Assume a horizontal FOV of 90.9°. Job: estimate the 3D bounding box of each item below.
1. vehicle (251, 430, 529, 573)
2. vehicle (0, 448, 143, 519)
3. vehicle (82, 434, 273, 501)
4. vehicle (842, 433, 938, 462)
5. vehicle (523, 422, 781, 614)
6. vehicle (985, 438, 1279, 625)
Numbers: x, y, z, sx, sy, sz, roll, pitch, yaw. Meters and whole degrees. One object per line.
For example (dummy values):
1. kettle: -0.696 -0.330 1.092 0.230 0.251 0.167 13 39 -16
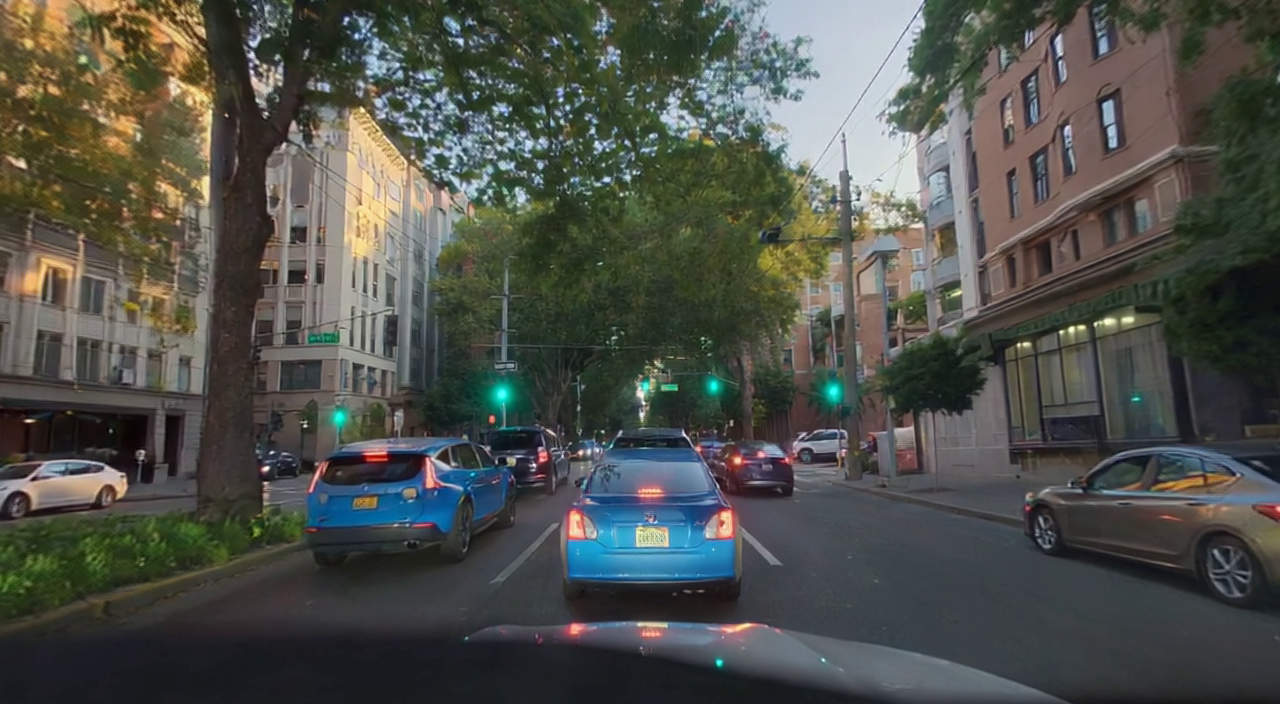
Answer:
1. vehicle: -2.999 1.892 8.745 2.131 1.486 4.089 0 -9 1
2. vehicle: -16.231 3.444 16.996 1.914 1.690 4.461 0 -9 1
3. vehicle: -16.155 4.057 22.652 2.195 2.053 5.980 0 -9 1
4. vehicle: 16.383 6.270 41.492 5.345 1.811 2.175 0 -9 -1
5. vehicle: 0.090 1.580 6.806 2.022 1.481 3.564 0 -9 0
6. vehicle: 5.976 1.699 6.856 1.873 1.453 4.579 0 -9 0
